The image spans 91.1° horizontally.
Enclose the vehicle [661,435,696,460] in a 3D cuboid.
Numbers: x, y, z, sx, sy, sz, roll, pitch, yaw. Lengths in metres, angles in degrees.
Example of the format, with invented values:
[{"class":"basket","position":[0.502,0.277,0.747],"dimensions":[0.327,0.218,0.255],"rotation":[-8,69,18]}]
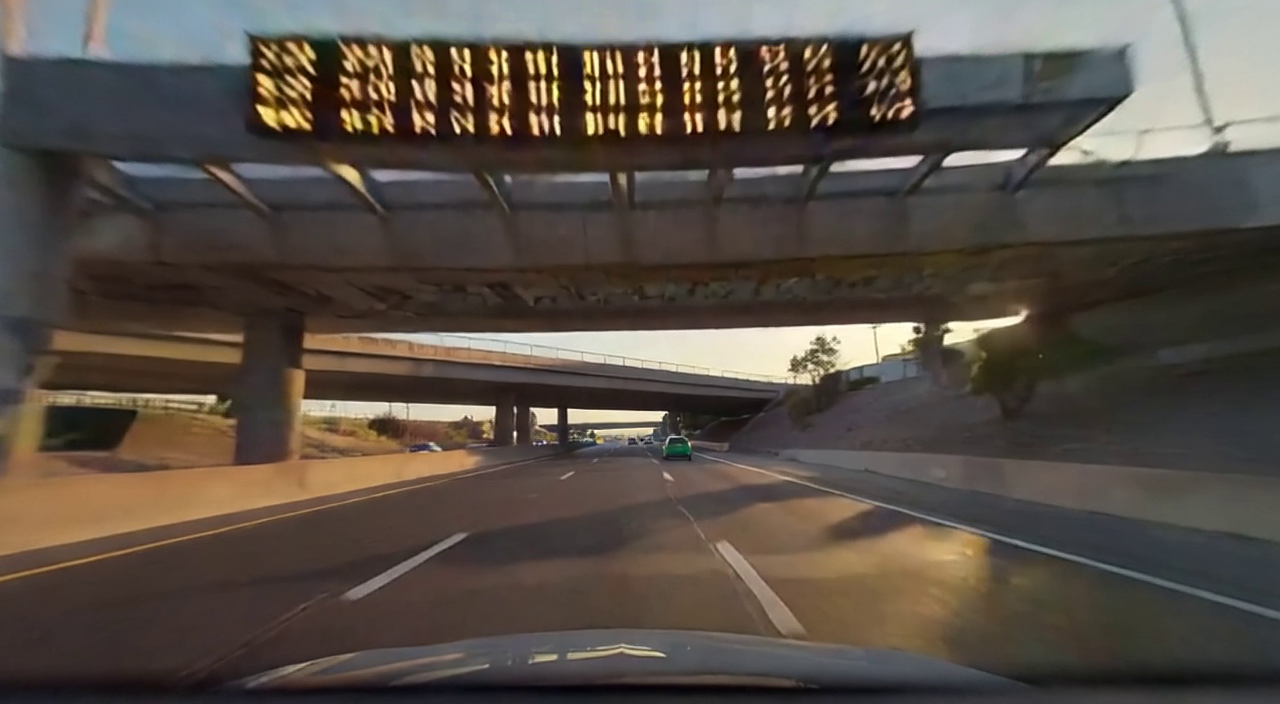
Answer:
[{"class":"vehicle","position":[2.406,6.069,39.983],"dimensions":[1.946,1.481,3.969],"rotation":[0,-8,0]}]
